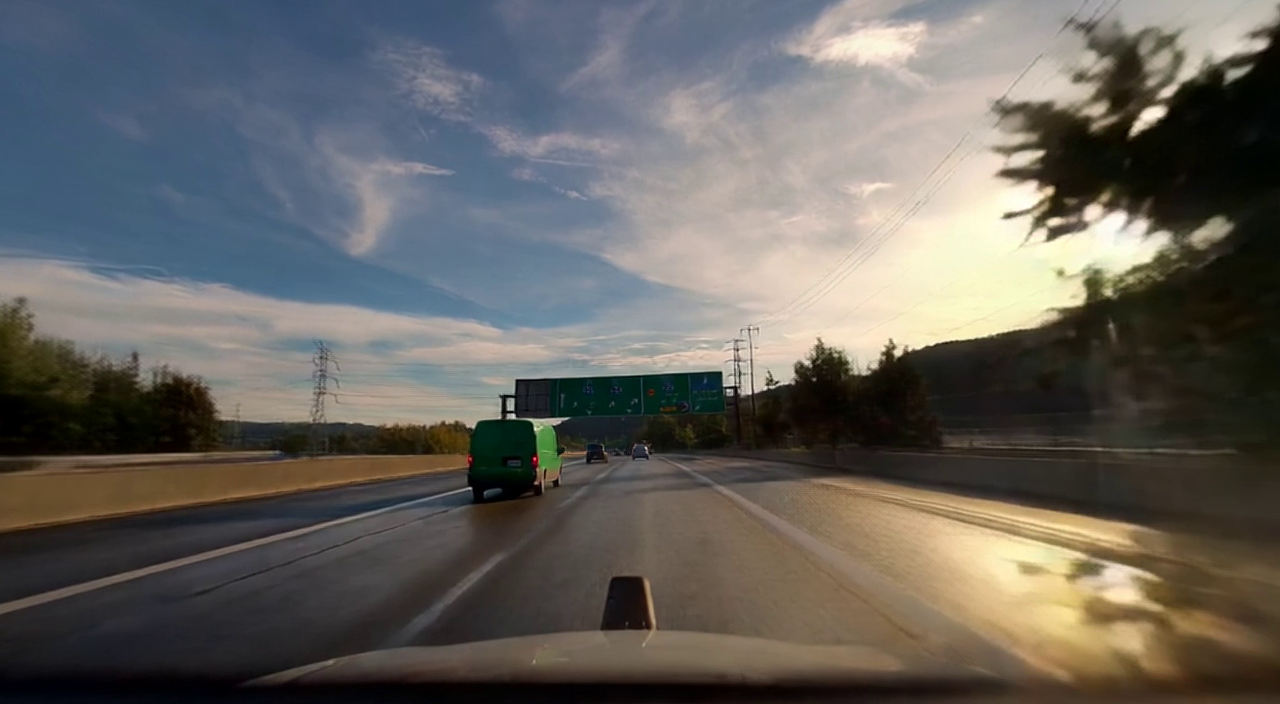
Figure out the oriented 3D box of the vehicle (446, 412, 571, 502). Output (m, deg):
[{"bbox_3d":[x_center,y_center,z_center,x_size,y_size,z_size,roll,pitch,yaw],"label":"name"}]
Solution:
[{"bbox_3d":[-3.227,2.700,16.547,2.281,2.025,4.586,0,-8,0],"label":"vehicle"}]
